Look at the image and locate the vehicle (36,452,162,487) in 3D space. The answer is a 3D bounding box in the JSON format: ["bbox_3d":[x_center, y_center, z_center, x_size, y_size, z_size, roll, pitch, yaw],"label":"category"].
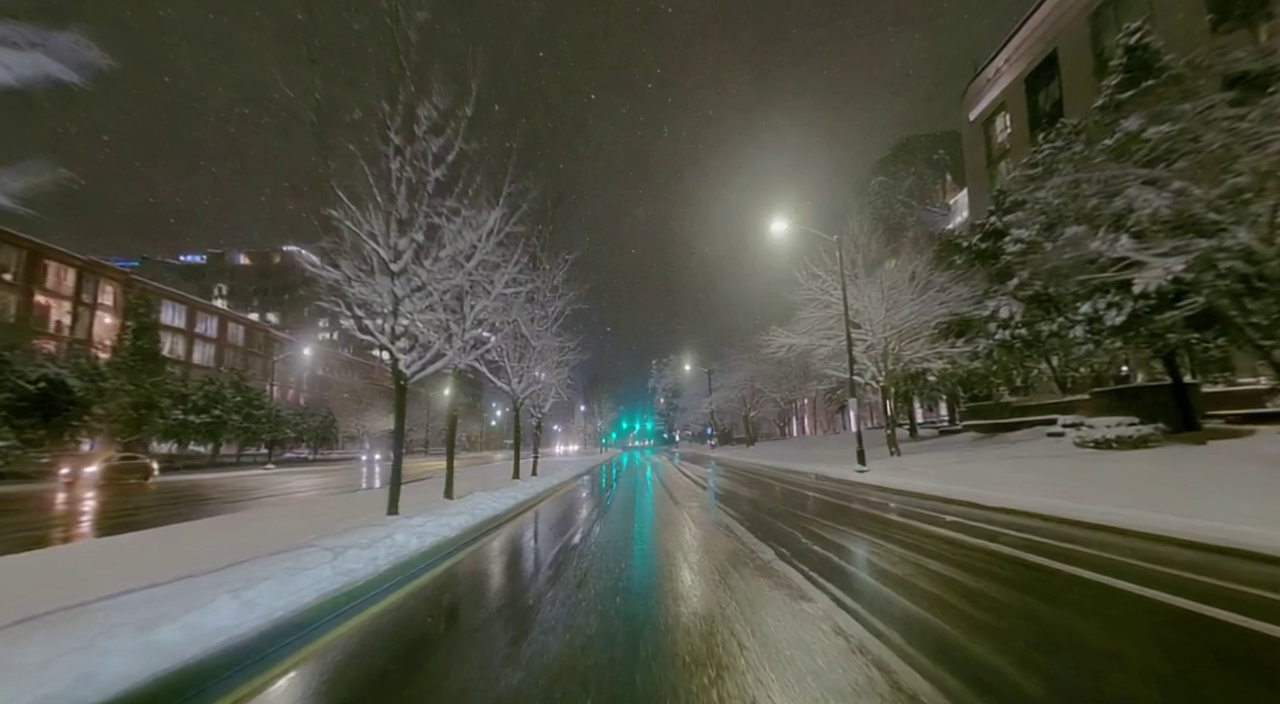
[{"bbox_3d":[-26.453,5.735,31.140,2.002,1.568,4.692,0,-9,1],"label":"vehicle"}]
